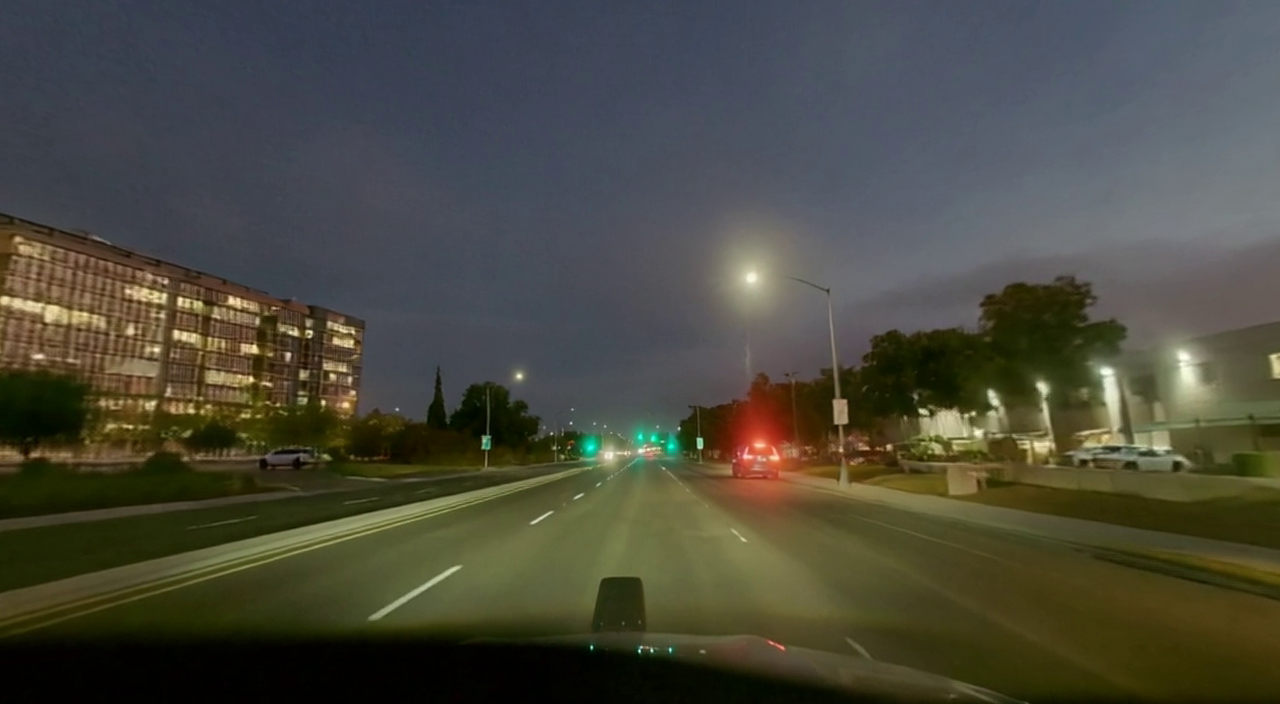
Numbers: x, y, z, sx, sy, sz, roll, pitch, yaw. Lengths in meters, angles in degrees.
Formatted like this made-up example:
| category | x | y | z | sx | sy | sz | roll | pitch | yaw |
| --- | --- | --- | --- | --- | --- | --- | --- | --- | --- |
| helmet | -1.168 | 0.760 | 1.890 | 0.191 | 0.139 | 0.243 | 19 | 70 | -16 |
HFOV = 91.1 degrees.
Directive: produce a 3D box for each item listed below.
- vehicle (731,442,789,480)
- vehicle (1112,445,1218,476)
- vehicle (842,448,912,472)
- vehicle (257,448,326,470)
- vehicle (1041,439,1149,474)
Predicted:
| category | x | y | z | sx | sy | sz | roll | pitch | yaw |
| --- | --- | --- | --- | --- | --- | --- | --- | --- | --- |
| vehicle | 7.145 | 6.559 | 38.108 | 2.365 | 2.138 | 5.499 | 0 | -8 | -1 |
| vehicle | 32.308 | 6.689 | 38.748 | 4.608 | 1.638 | 2.017 | -3 | -10 | 0 |
| vehicle | 17.488 | 7.986 | 46.456 | 4.421 | 1.535 | 1.869 | -2 | -7 | 1 |
| vehicle | -26.271 | 8.051 | 47.391 | 4.048 | 1.601 | 1.845 | 0 | -9 | -2 |
| vehicle | 32.181 | 7.388 | 44.538 | 5.753 | 2.022 | 2.104 | -3 | -8 | 3 |
